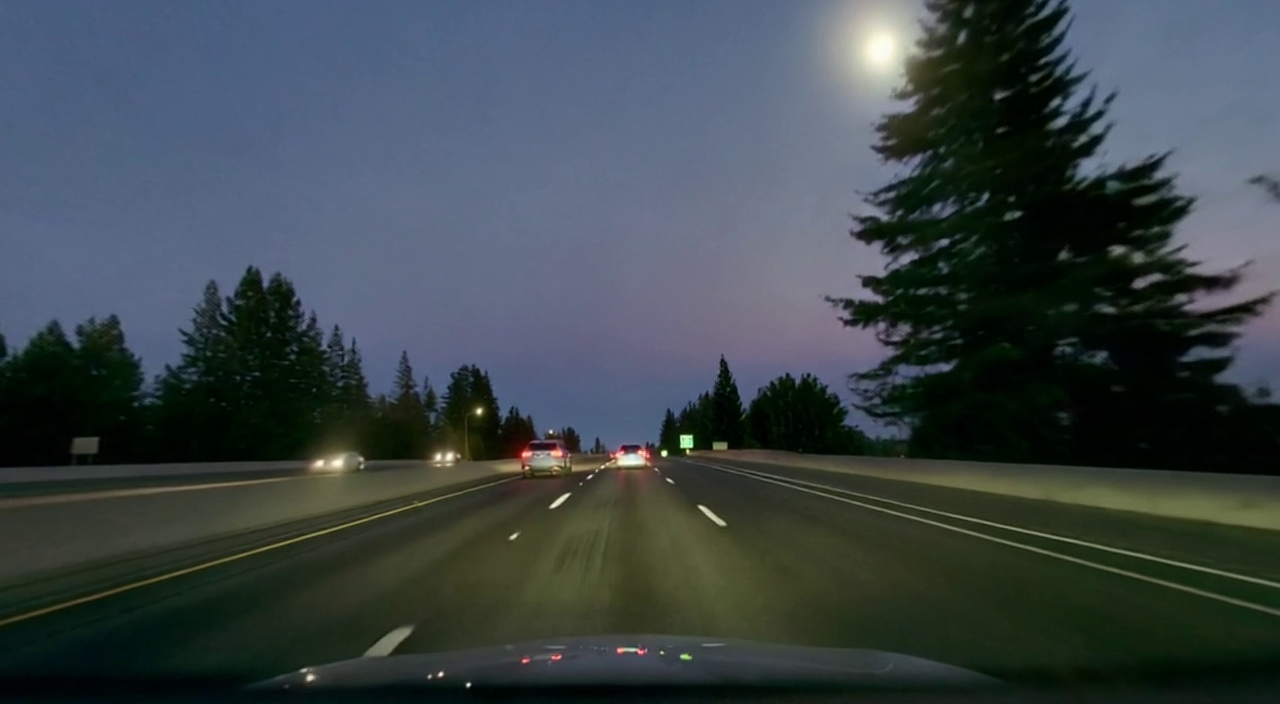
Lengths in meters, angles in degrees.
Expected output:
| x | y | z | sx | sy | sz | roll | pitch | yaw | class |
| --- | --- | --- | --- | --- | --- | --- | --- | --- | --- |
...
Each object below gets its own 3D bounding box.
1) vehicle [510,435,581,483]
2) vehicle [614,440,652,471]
| x | y | z | sx | sy | sz | roll | pitch | yaw | class |
| --- | --- | --- | --- | --- | --- | --- | --- | --- | --- |
| -3.745 | 4.324 | 25.776 | 2.130 | 1.741 | 4.665 | 0 | -8 | 1 | vehicle |
| -0.421 | 6.096 | 37.239 | 2.130 | 1.684 | 3.826 | 0 | -8 | -1 | vehicle |
